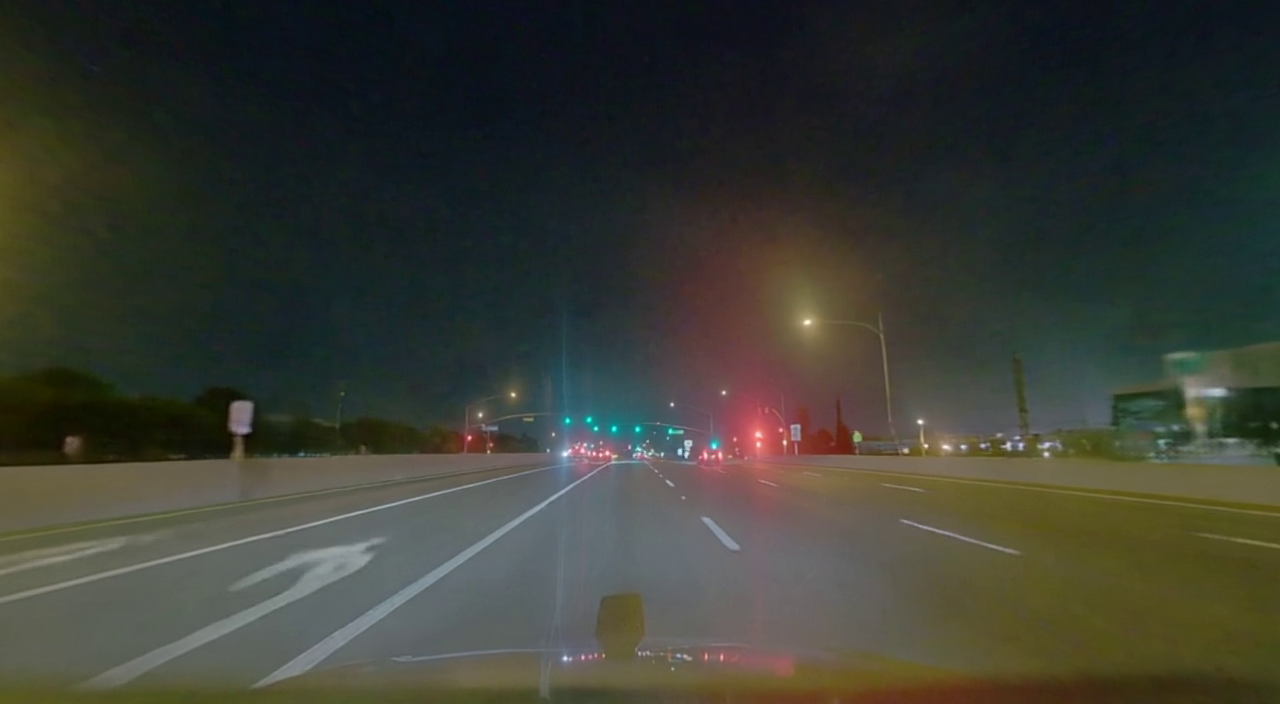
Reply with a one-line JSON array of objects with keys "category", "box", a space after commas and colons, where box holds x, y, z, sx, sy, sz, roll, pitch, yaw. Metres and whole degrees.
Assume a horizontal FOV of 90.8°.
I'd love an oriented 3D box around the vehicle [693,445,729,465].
[{"category": "vehicle", "box": [5.409, 7.920, 48.738, 2.187, 1.475, 4.529, 0, -8, -2]}]
